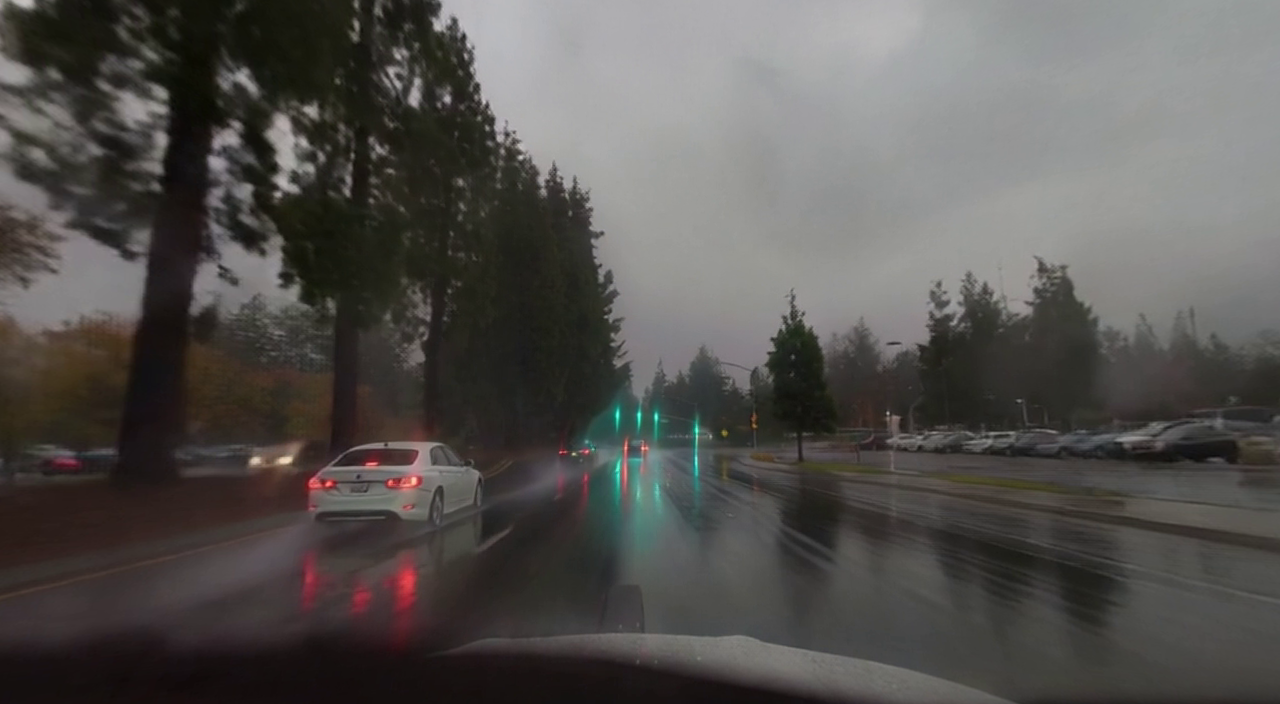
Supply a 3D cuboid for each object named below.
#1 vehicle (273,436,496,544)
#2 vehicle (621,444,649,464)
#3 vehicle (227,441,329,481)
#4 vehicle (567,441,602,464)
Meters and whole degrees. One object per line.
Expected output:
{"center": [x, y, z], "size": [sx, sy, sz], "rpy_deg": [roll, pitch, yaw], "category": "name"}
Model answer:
{"center": [-3.891, 2.163, 10.616], "size": [1.905, 1.418, 4.396], "rpy_deg": [0, -8, 0], "category": "vehicle"}
{"center": [-0.393, 7.642, 47.644], "size": [1.991, 1.431, 4.199], "rpy_deg": [0, -9, -1], "category": "vehicle"}
{"center": [-16.484, 4.969, 29.102], "size": [1.973, 1.660, 4.705], "rpy_deg": [0, -8, -1], "category": "vehicle"}
{"center": [-3.999, 7.364, 46.271], "size": [2.103, 1.592, 4.160], "rpy_deg": [0, -8, 1], "category": "vehicle"}
